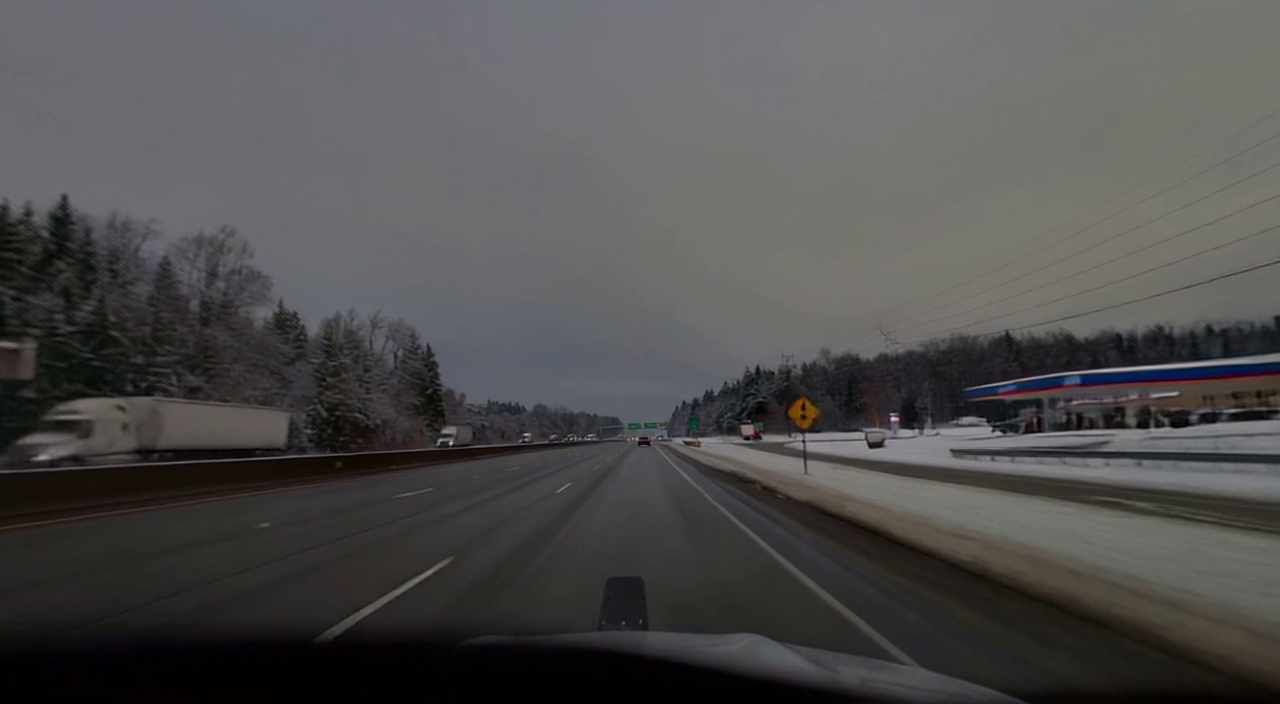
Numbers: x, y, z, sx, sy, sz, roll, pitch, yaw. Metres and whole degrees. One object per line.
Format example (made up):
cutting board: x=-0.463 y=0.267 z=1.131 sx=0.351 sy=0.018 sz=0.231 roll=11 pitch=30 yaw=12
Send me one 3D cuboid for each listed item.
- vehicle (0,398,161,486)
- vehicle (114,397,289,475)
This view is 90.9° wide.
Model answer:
vehicle: x=-28.325 y=4.531 z=31.800 sx=3.372 sy=3.925 sz=6.100 roll=0 pitch=-8 yaw=-1
vehicle: x=-28.452 y=5.685 z=42.151 sx=3.134 sy=4.422 sz=12.041 roll=0 pitch=-8 yaw=-1
